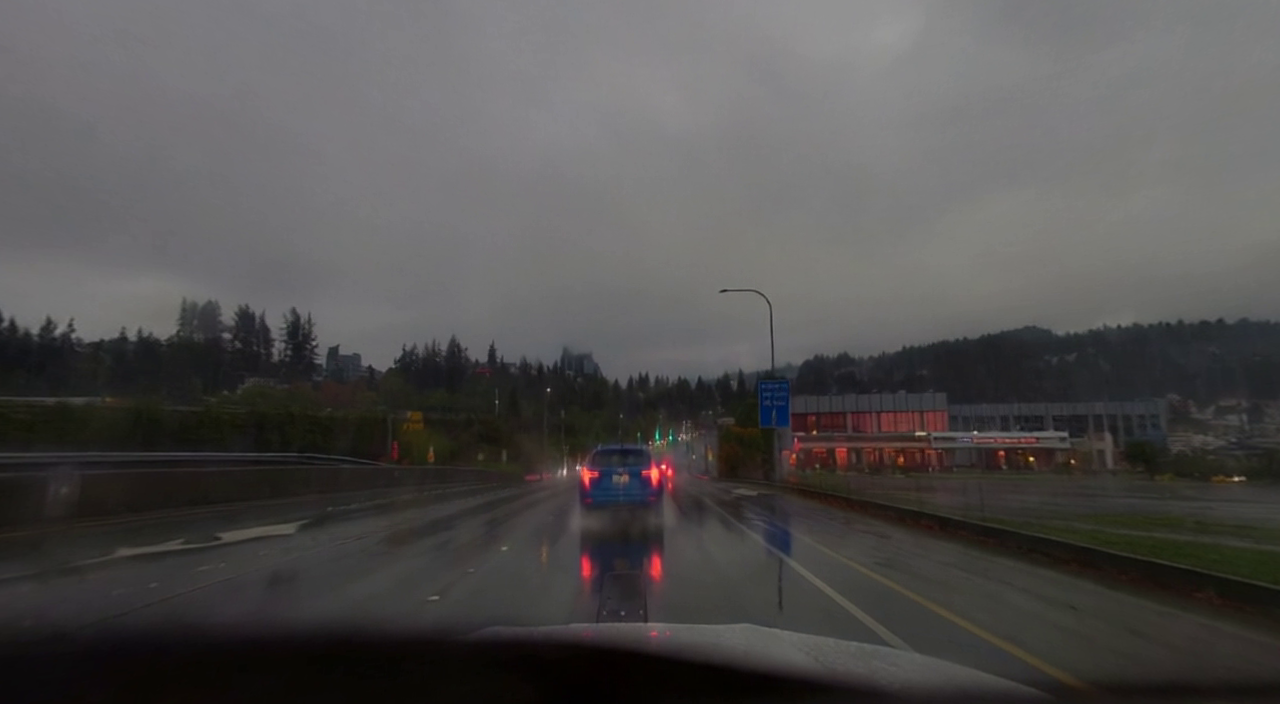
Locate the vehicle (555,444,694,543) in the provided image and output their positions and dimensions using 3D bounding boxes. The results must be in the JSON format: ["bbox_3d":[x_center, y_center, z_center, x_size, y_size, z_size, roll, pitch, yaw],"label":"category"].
[{"bbox_3d":[-0.238,2.415,11.414,2.063,1.442,3.933,0,-9,0],"label":"vehicle"}]
